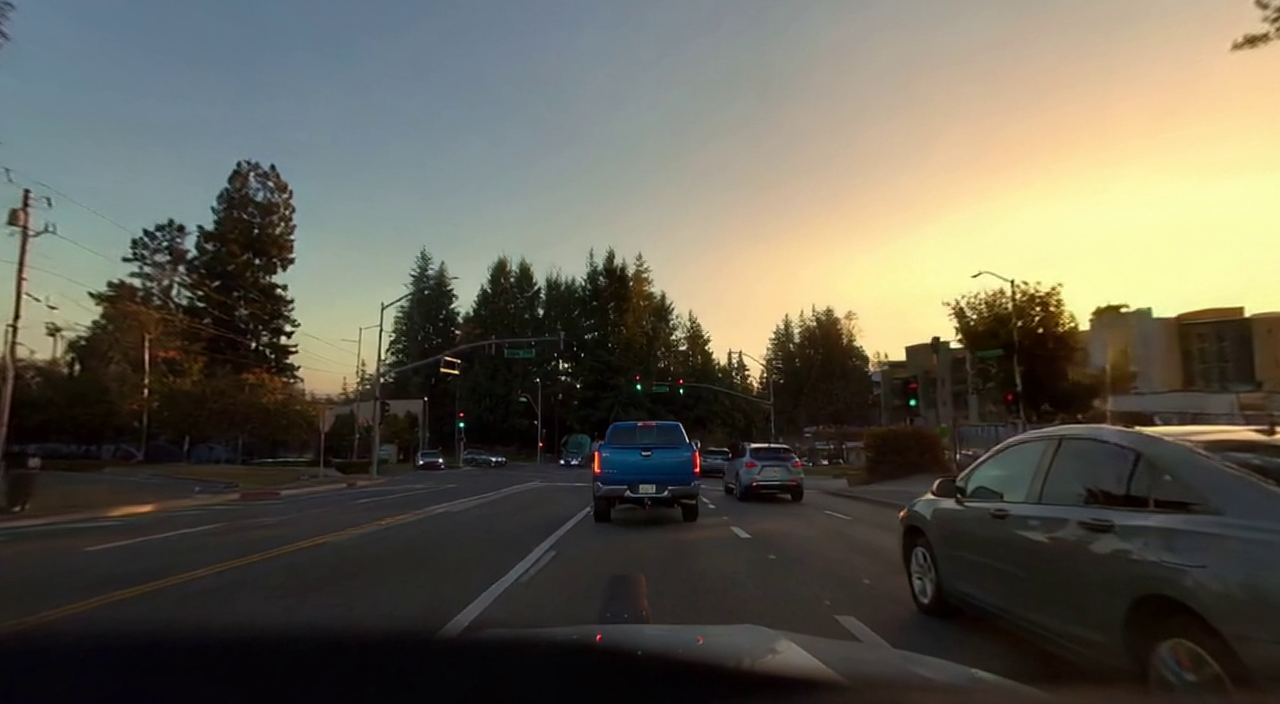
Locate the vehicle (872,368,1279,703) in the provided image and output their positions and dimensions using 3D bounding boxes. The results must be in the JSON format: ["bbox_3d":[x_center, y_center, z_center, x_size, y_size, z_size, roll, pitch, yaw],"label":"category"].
[{"bbox_3d":[3.280,1.064,3.288,2.155,1.667,5.162,0,-8,0],"label":"vehicle"}]

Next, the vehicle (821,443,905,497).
[{"bbox_3d":[8.176,4.319,23.595,2.080,1.805,4.490,-1,-9,8],"label":"vehicle"}]

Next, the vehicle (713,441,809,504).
[{"bbox_3d":[3.434,3.510,18.822,1.957,1.646,4.355,0,-8,0],"label":"vehicle"}]

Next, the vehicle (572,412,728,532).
[{"bbox_3d":[0.149,2.440,13.461,2.636,2.011,5.425,0,-8,0],"label":"vehicle"}]
